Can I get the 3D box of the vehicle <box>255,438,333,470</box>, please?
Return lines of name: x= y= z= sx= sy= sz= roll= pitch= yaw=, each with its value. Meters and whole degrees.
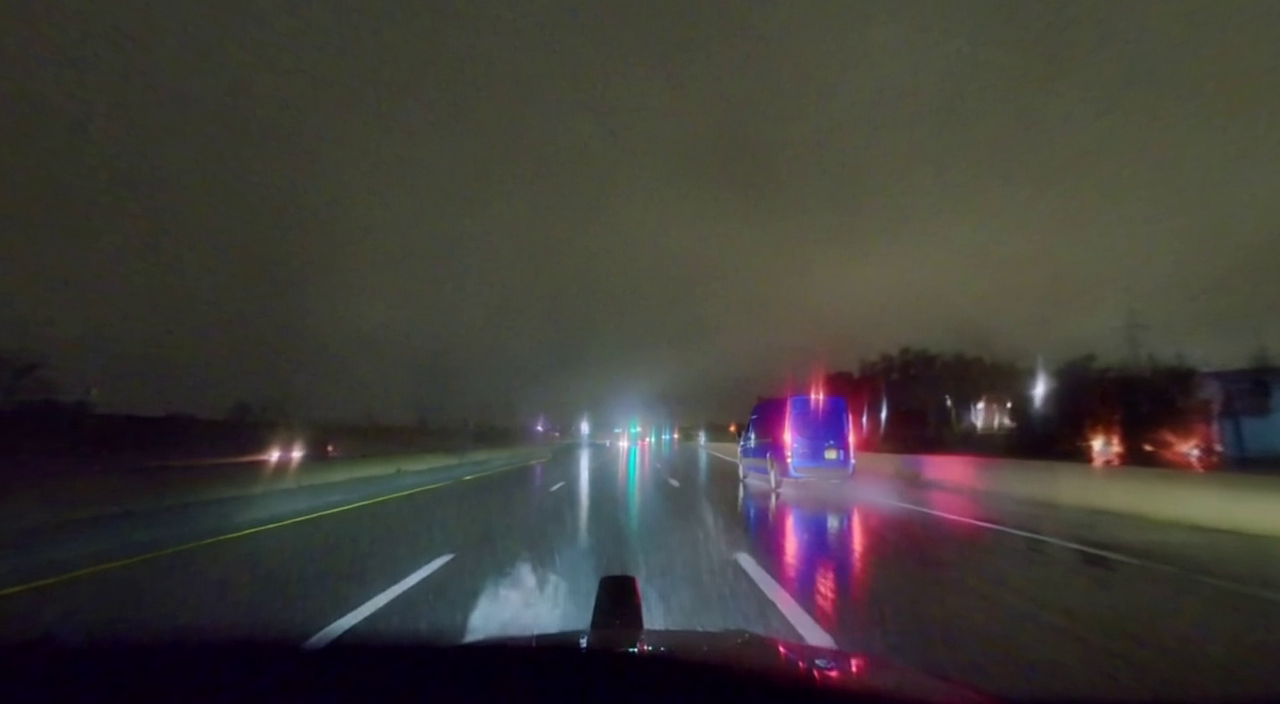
vehicle: x=-21.112 y=6.229 z=38.676 sx=2.002 sy=1.778 sz=5.078 roll=0 pitch=-8 yaw=-1
